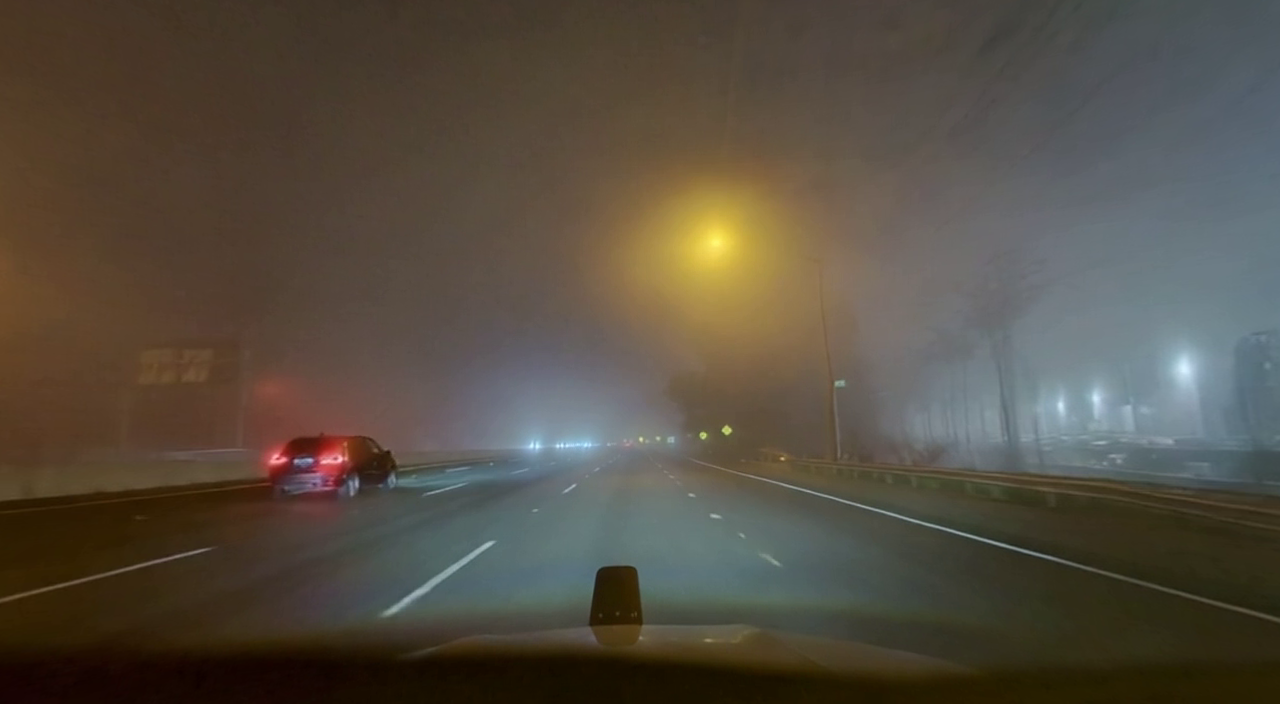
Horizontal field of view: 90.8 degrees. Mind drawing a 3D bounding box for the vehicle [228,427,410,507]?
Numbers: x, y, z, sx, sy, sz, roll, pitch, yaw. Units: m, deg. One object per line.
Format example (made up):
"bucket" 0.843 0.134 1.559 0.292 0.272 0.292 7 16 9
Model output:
"vehicle" -7.623 2.771 15.637 2.140 1.626 4.457 1 -9 0
